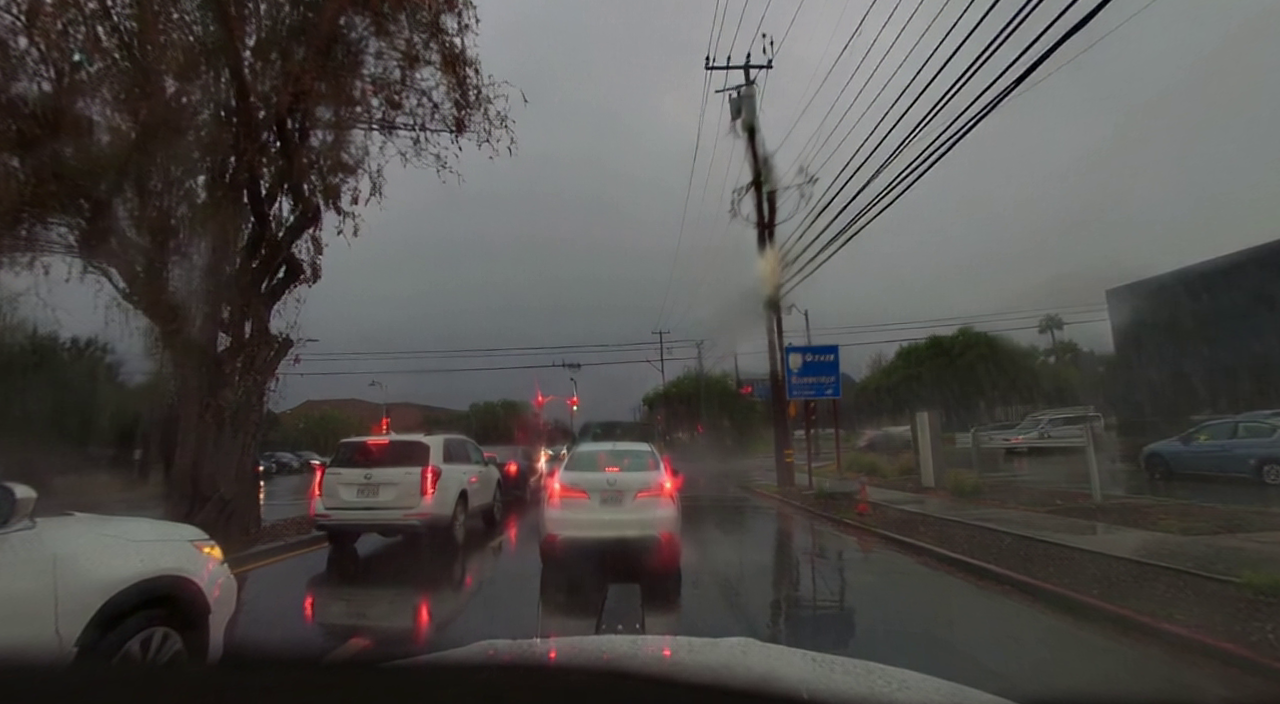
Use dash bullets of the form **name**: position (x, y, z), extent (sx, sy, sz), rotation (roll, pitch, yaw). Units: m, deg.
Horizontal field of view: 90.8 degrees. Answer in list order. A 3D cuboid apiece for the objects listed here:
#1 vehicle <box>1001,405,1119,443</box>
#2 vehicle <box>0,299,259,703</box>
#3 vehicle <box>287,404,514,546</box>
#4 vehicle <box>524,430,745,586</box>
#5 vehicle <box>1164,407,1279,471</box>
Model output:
- **vehicle**: position (26.832, 4.643, 40.508), extent (5.782, 2.286, 2.223), rotation (-1, -9, 4)
- **vehicle**: position (-3.592, 0.630, 1.530), extent (2.085, 1.943, 5.053), rotation (0, -8, 1)
- **vehicle**: position (-3.849, 2.088, 11.370), extent (2.147, 1.963, 4.927), rotation (0, -8, 0)
- **vehicle**: position (-0.098, 1.803, 8.140), extent (2.121, 1.474, 3.968), rotation (0, -8, -1)
- **vehicle**: position (17.023, 2.544, 18.283), extent (1.858, 1.622, 4.491), rotation (-5, -10, 28)
